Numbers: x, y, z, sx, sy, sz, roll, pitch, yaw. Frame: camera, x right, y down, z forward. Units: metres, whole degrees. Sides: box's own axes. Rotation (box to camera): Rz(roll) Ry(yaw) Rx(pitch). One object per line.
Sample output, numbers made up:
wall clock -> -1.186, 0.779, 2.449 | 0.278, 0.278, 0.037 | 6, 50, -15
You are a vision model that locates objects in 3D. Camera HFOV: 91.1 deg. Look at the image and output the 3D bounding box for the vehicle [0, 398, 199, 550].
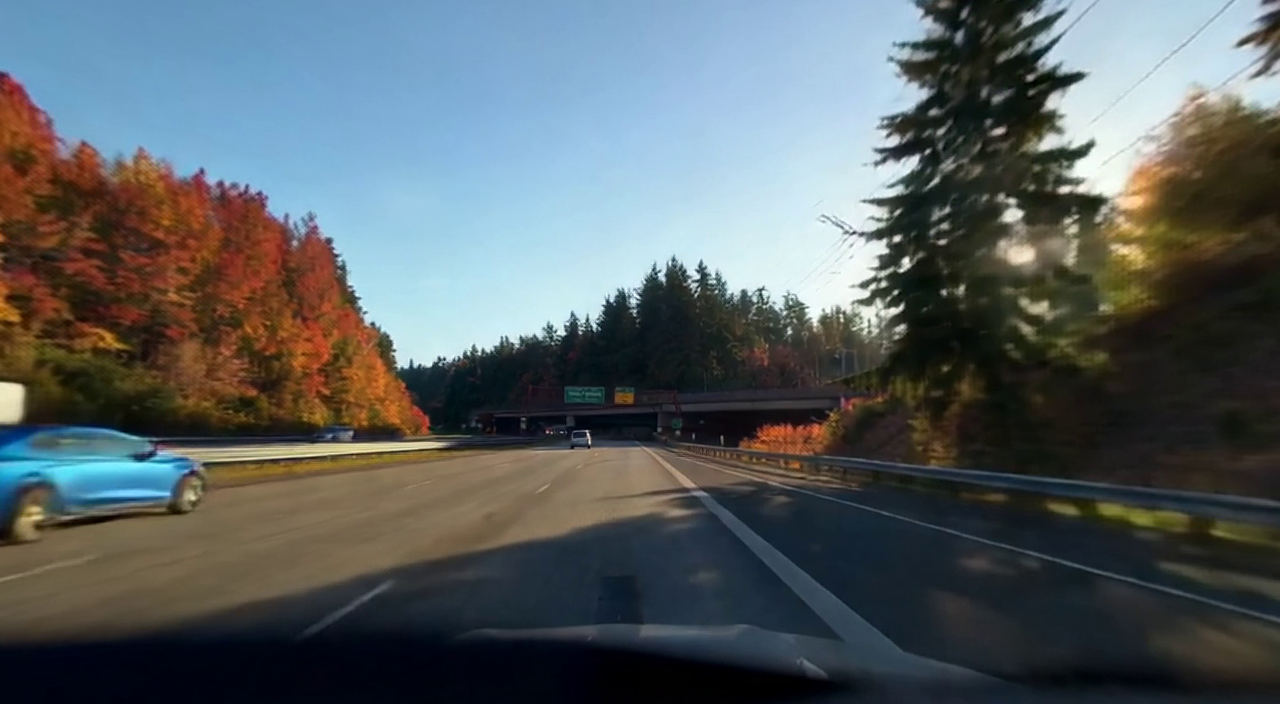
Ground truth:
vehicle -> -8.090, 1.457, 7.754 | 1.987, 1.677, 4.580 | 0, -8, -1
